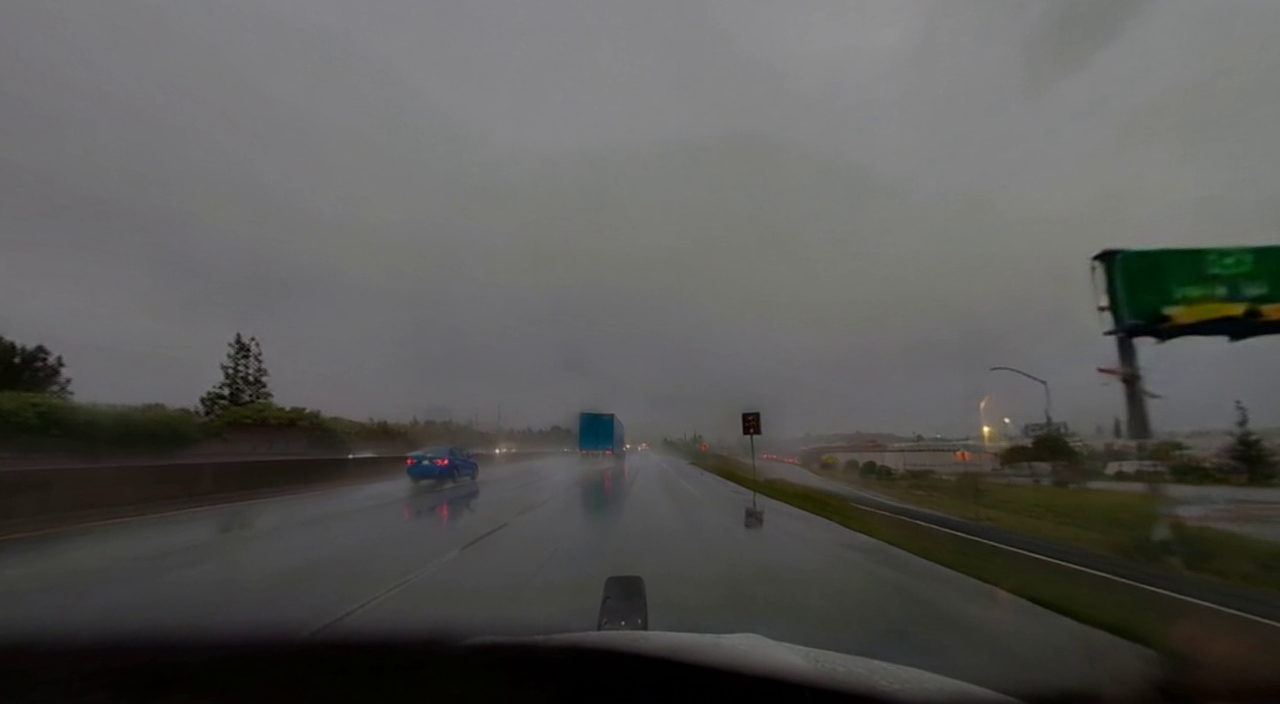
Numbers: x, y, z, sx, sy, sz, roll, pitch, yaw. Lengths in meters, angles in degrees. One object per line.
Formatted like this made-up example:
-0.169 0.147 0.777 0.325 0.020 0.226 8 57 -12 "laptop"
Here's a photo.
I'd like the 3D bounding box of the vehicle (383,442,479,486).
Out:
-7.676 4.134 23.552 1.901 1.467 4.629 0 -8 1 "vehicle"
